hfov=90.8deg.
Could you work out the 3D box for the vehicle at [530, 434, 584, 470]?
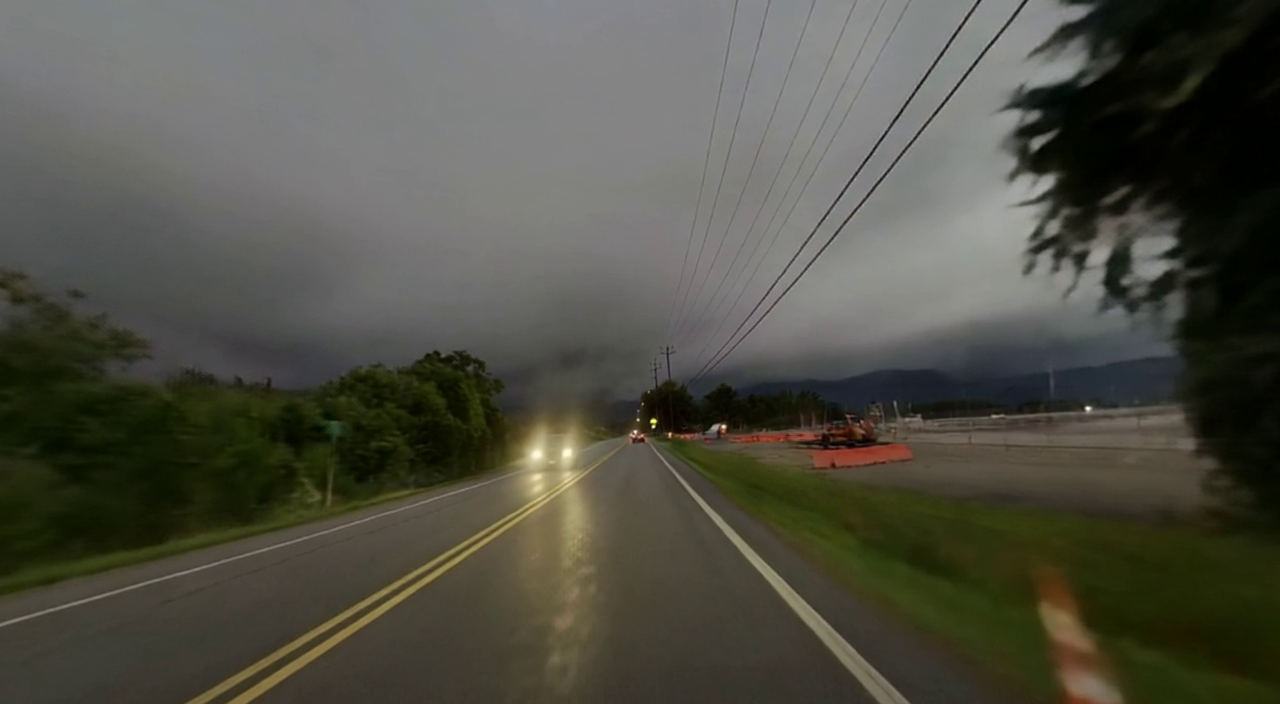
[{"bbox_3d":[-3.933,4.843,30.651,2.020,1.631,4.054,0,-8,1],"label":"vehicle"}]
